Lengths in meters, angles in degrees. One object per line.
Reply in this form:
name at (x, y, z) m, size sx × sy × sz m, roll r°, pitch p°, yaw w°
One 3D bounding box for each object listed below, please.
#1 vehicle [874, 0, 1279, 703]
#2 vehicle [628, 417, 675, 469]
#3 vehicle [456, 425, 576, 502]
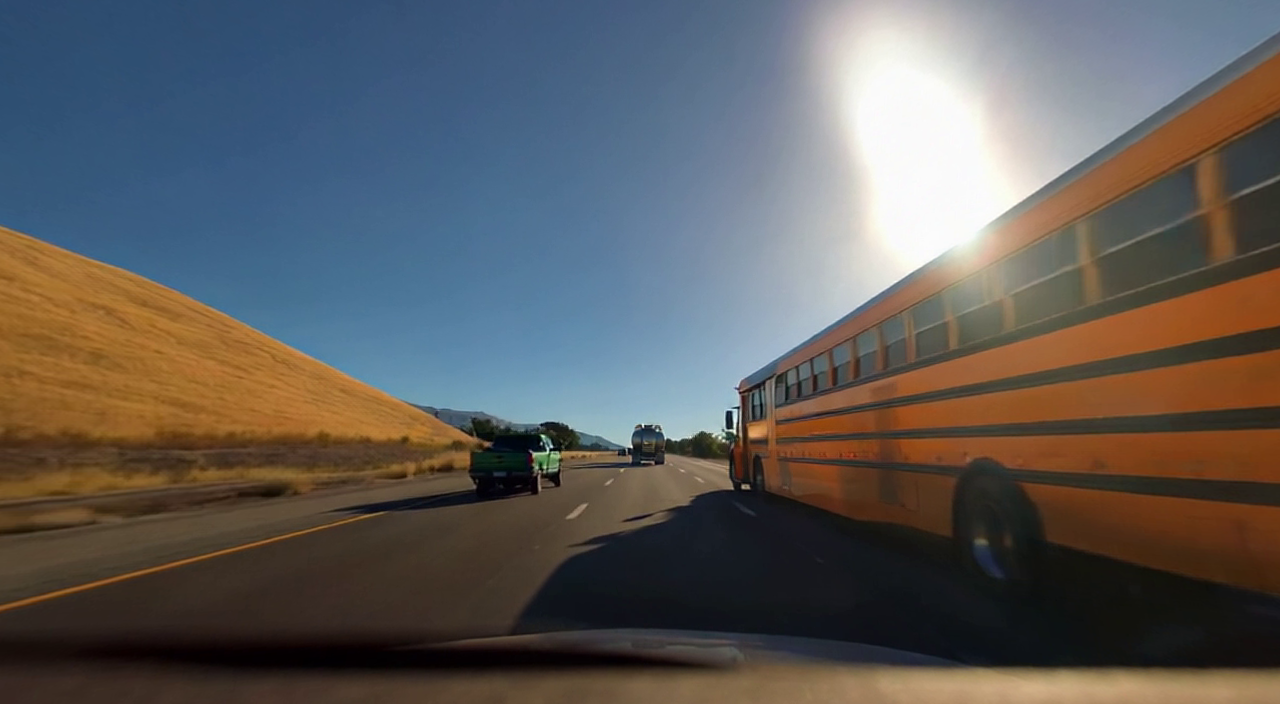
vehicle at (4.395, 0.147, 4.577) m, size 2.716 × 3.705 × 7.018 m, roll 0°, pitch -8°, yaw 1°
vehicle at (0.711, 6.566, 45.478) m, size 2.948 × 3.265 × 10.569 m, roll 0°, pitch -8°, yaw 0°
vehicle at (-3.416, 3.230, 18.806) m, size 2.241 × 1.927 × 5.833 m, roll 0°, pitch -8°, yaw 1°
